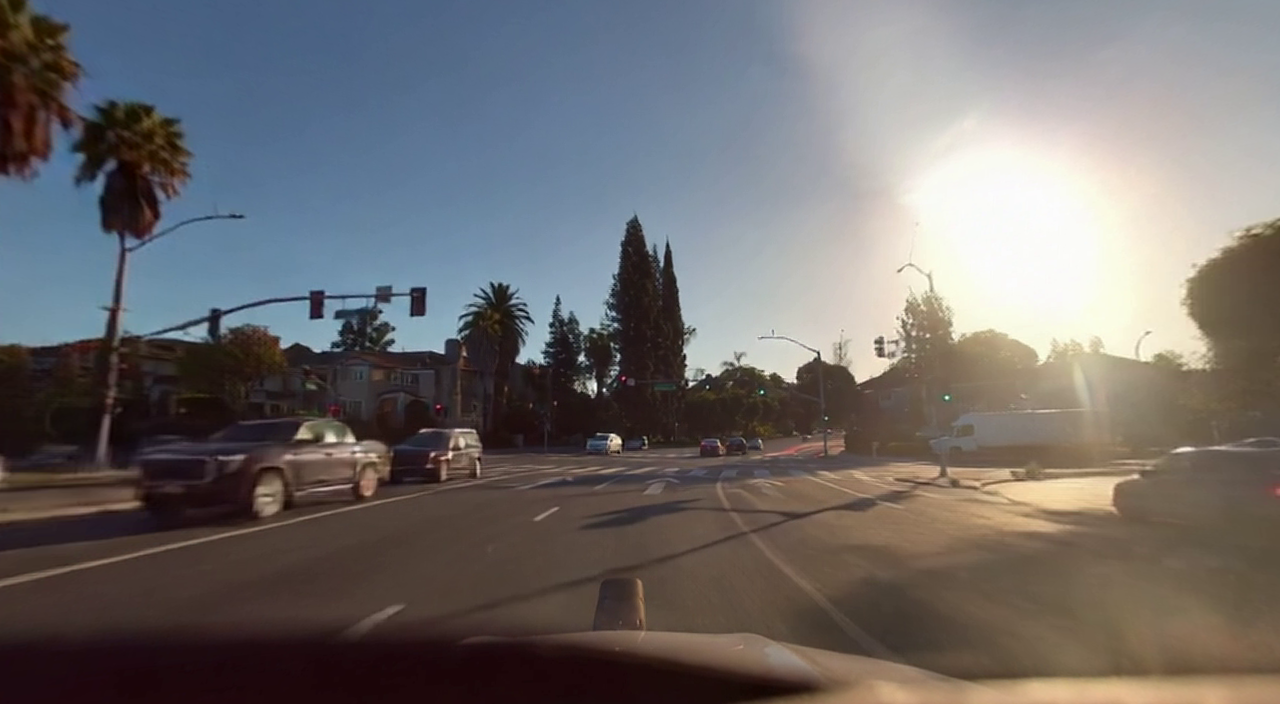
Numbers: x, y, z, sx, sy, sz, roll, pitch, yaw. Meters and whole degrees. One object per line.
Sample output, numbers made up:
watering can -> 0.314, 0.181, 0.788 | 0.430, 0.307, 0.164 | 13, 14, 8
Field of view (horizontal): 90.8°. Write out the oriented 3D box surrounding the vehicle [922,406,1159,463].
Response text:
vehicle -> 25.627, 5.431, 41.191 | 12.701, 3.428, 3.061 | -2, -8, 8

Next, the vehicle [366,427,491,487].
vehicle -> -6.602, 3.332, 20.379 | 2.010, 1.686, 4.653 | -1, -8, 6

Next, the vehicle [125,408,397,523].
vehicle -> -6.928, 2.142, 12.439 | 2.188, 1.789, 4.881 | -1, -8, 2

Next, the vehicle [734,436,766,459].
vehicle -> 8.414, 7.324, 48.459 | 2.255, 1.708, 4.328 | -2, -8, 10

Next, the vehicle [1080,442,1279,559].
vehicle -> 9.367, 2.190, 10.156 | 2.144, 1.473, 4.638 | -2, -9, 14
